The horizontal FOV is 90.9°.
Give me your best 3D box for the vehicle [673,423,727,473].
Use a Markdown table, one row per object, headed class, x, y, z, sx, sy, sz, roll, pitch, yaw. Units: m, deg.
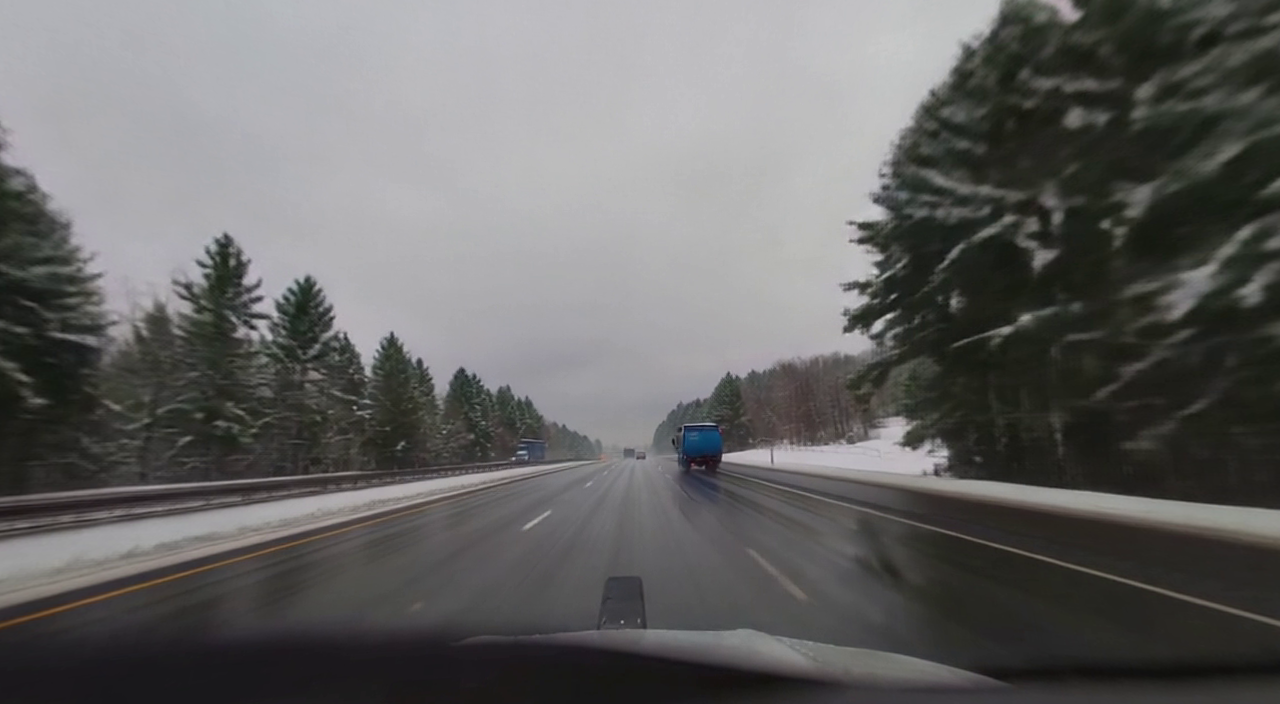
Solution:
| class | x | y | z | sx | sy | sz | roll | pitch | yaw |
| --- | --- | --- | --- | --- | --- | --- | --- | --- | --- |
| vehicle | 3.577 | 5.916 | 38.831 | 2.572 | 2.795 | 5.978 | 0 | -9 | -1 |
